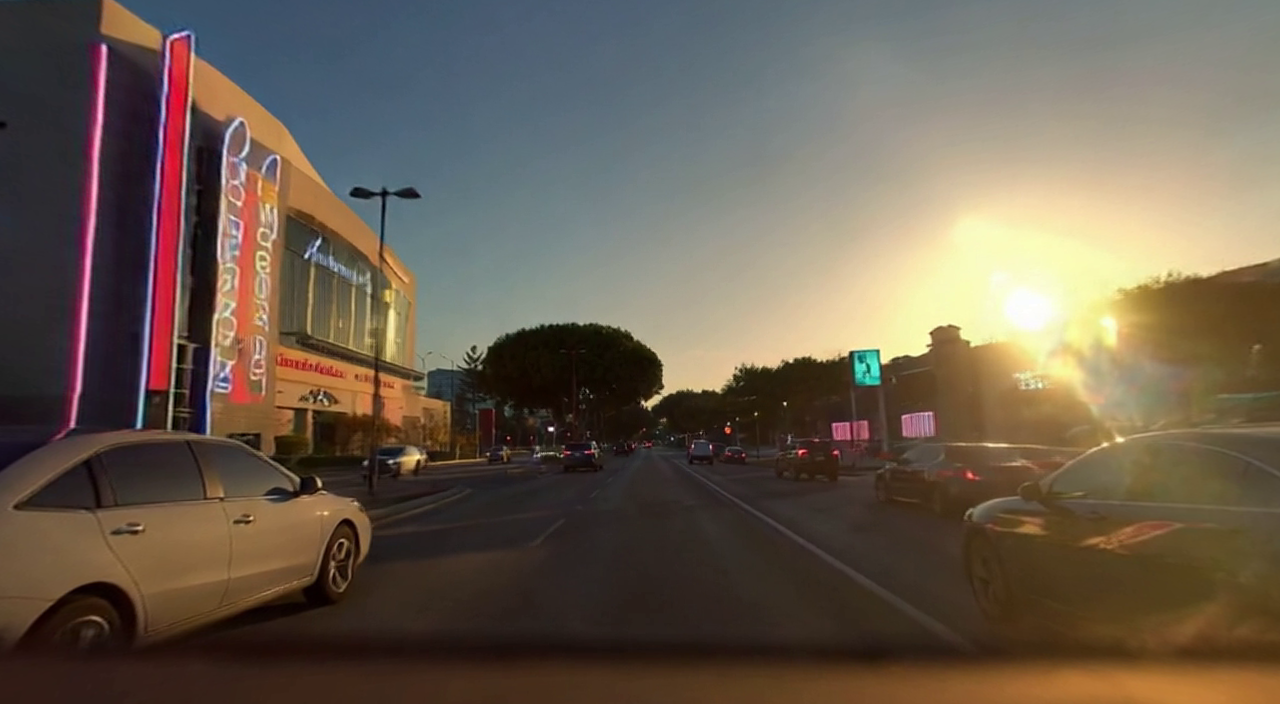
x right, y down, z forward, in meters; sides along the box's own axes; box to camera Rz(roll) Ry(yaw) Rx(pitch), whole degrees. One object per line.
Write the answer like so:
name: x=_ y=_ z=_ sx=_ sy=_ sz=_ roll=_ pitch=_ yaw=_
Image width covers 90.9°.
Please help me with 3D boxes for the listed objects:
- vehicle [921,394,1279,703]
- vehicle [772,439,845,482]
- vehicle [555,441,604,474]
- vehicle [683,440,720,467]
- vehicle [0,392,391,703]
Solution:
vehicle: x=3.341 y=1.003 z=2.932 sx=1.981 sy=1.499 sz=4.536 roll=0 pitch=-8 yaw=0
vehicle: x=7.550 y=4.894 z=28.759 sx=2.003 sy=1.789 sz=4.718 roll=0 pitch=-8 yaw=-1
vehicle: x=-2.938 y=5.210 z=31.326 sx=1.917 sy=1.511 sz=4.436 roll=0 pitch=-8 yaw=1
vehicle: x=4.137 y=6.878 z=42.919 sx=2.007 sy=1.683 sz=4.171 roll=0 pitch=-8 yaw=-1
vehicle: x=-3.557 y=1.086 z=3.621 sx=2.155 sy=1.504 sz=4.776 roll=0 pitch=-8 yaw=2
